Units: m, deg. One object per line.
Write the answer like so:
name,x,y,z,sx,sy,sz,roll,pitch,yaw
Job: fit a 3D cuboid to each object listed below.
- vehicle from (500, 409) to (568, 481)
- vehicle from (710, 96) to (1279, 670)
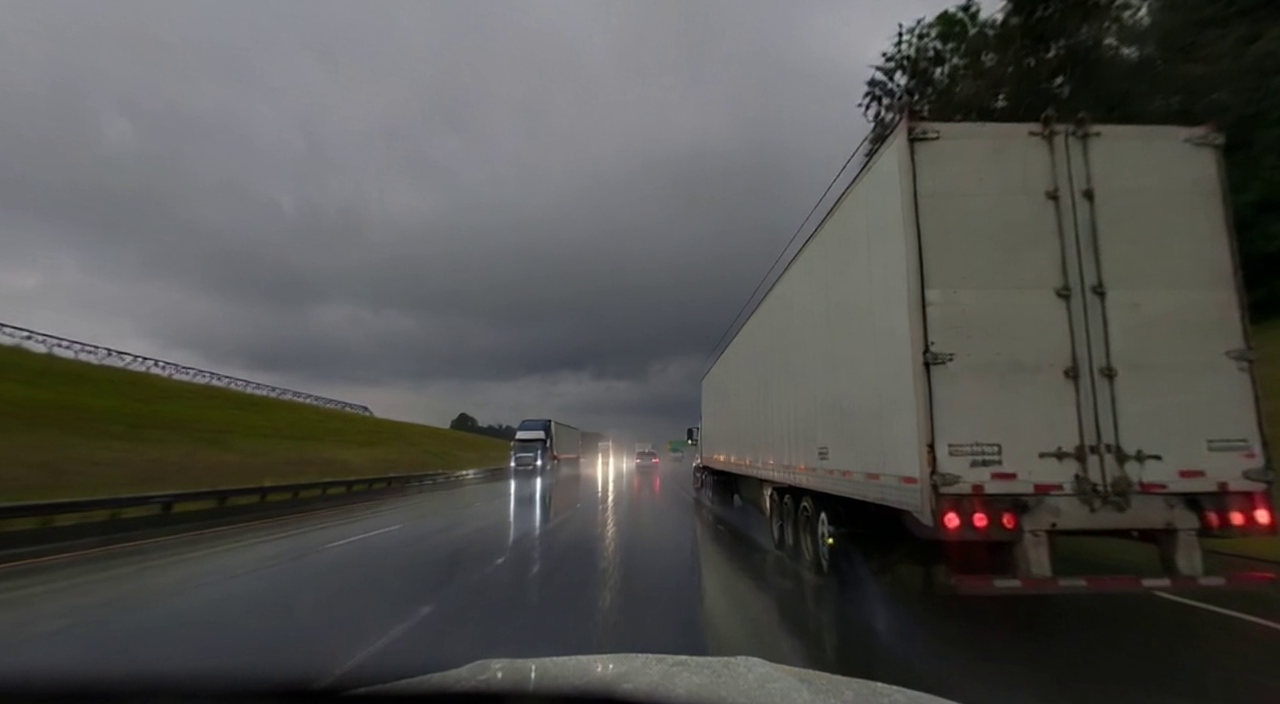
vehicle,-6.287,5.664,38.333,3.004,3.974,5.891,0,-9,1
vehicle,3.498,1.152,11.387,2.845,4.071,14.008,0,-9,0
